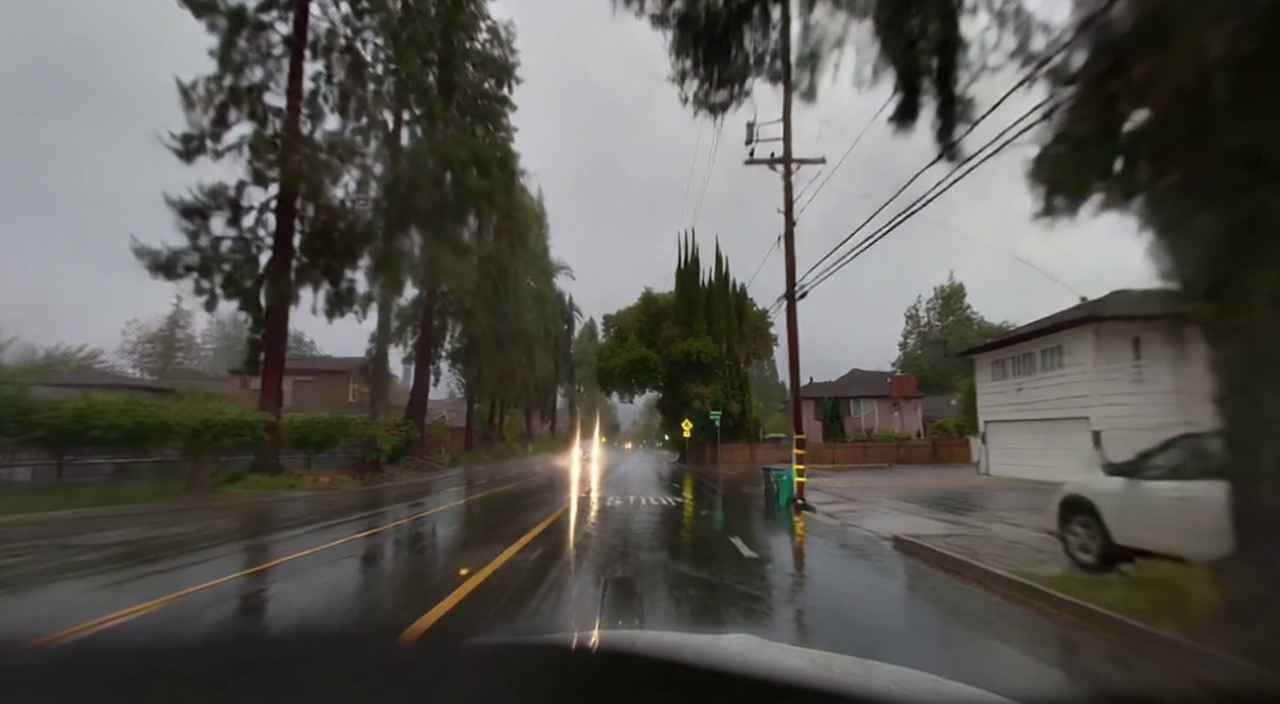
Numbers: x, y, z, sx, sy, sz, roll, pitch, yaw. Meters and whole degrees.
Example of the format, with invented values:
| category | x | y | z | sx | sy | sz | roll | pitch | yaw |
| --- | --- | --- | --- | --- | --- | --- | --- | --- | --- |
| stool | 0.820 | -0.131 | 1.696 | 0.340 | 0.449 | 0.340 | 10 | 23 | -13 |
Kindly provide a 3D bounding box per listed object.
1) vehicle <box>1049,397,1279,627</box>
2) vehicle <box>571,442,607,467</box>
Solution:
| category | x | y | z | sx | sy | sz | roll | pitch | yaw |
| --- | --- | --- | --- | --- | --- | --- | --- | --- | --- |
| vehicle | 5.856 | 1.238 | 4.978 | 2.096 | 1.713 | 4.606 | 0 | -9 | 0 |
| vehicle | -3.833 | 7.795 | 48.101 | 2.267 | 1.768 | 4.911 | 0 | -9 | 1 |
